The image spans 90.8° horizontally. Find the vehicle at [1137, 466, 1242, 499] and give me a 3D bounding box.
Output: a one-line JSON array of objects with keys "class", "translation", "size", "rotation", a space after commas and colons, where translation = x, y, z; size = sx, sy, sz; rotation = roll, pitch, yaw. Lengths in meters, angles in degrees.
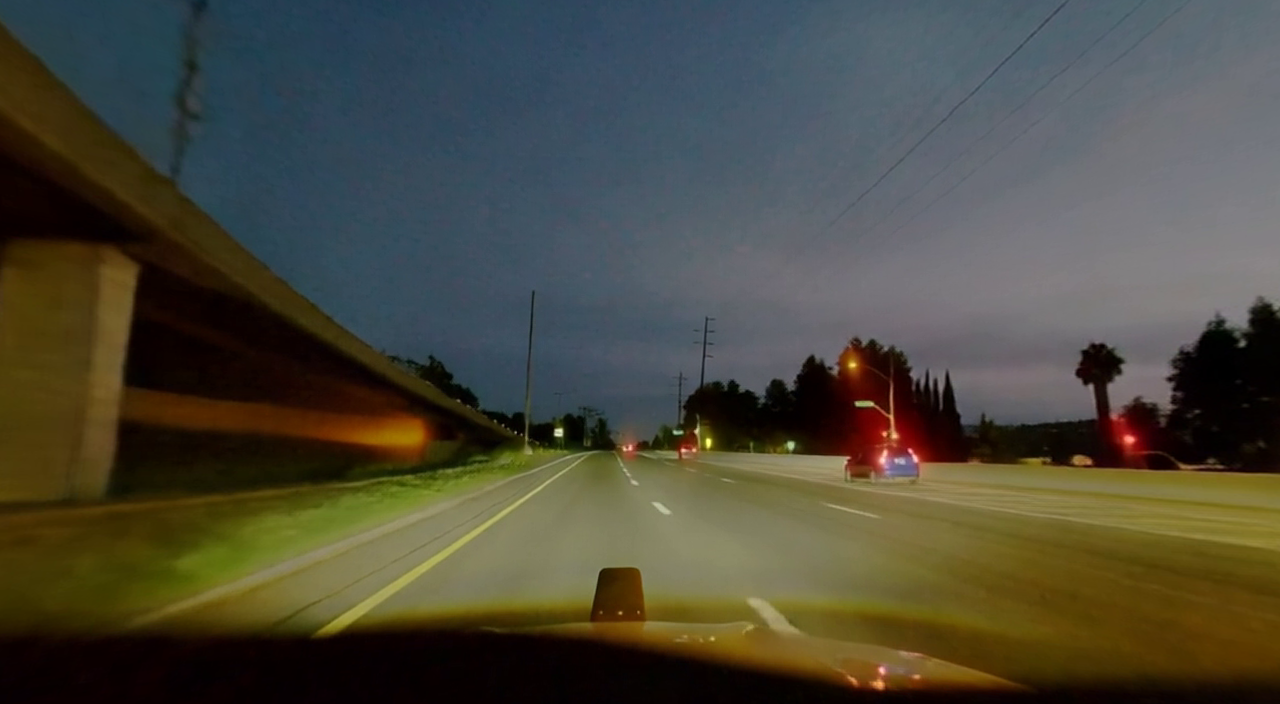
[{"class": "vehicle", "translation": [29.970, 7.070, 34.490], "size": [4.118, 1.676, 1.948], "rotation": [1, -10, -9]}]

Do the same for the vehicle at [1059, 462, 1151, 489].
[{"class": "vehicle", "translation": [27.033, 7.192, 36.768], "size": [4.057, 1.399, 1.750], "rotation": [0, -11, -7]}]

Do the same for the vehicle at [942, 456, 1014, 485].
[{"class": "vehicle", "translation": [21.187, 7.538, 39.824], "size": [1.789, 1.539, 4.303], "rotation": [0, -14, -5]}]
